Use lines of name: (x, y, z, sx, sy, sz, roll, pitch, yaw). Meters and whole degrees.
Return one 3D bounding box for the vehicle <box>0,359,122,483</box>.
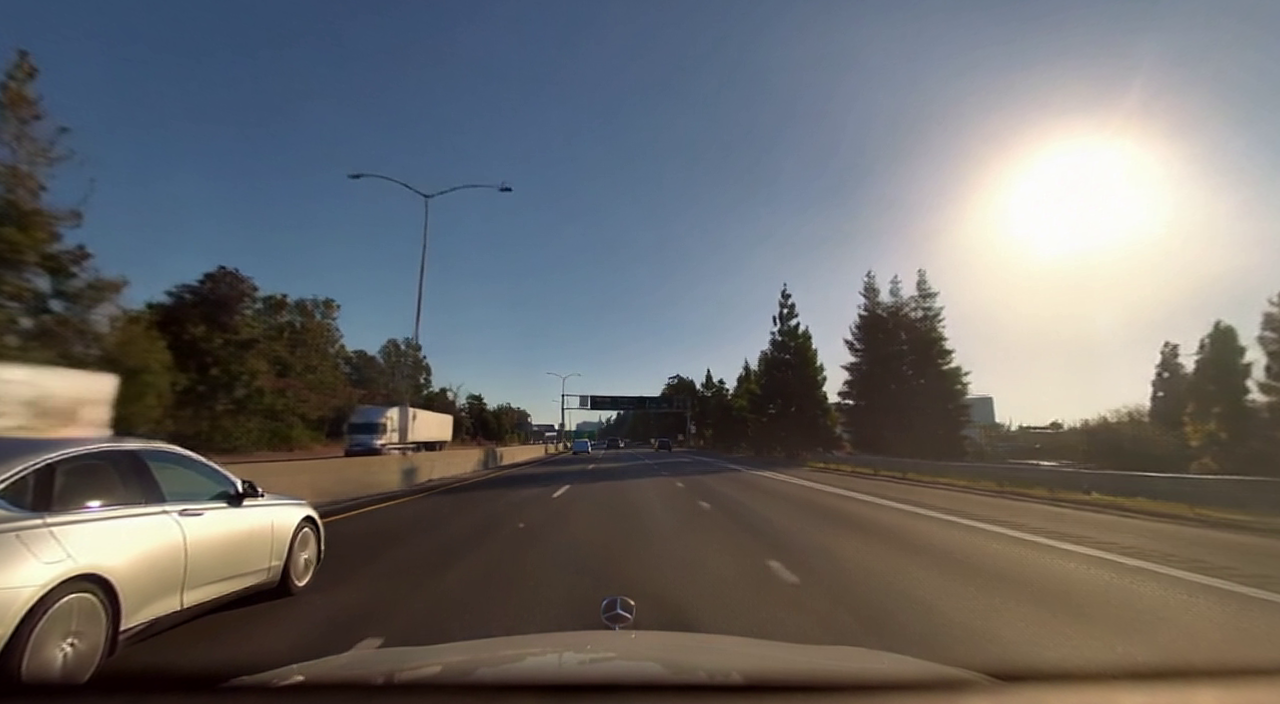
vehicle: (-15.253, 1.520, 13.798, 2.366, 2.696, 6.313, 0, -8, 0)
